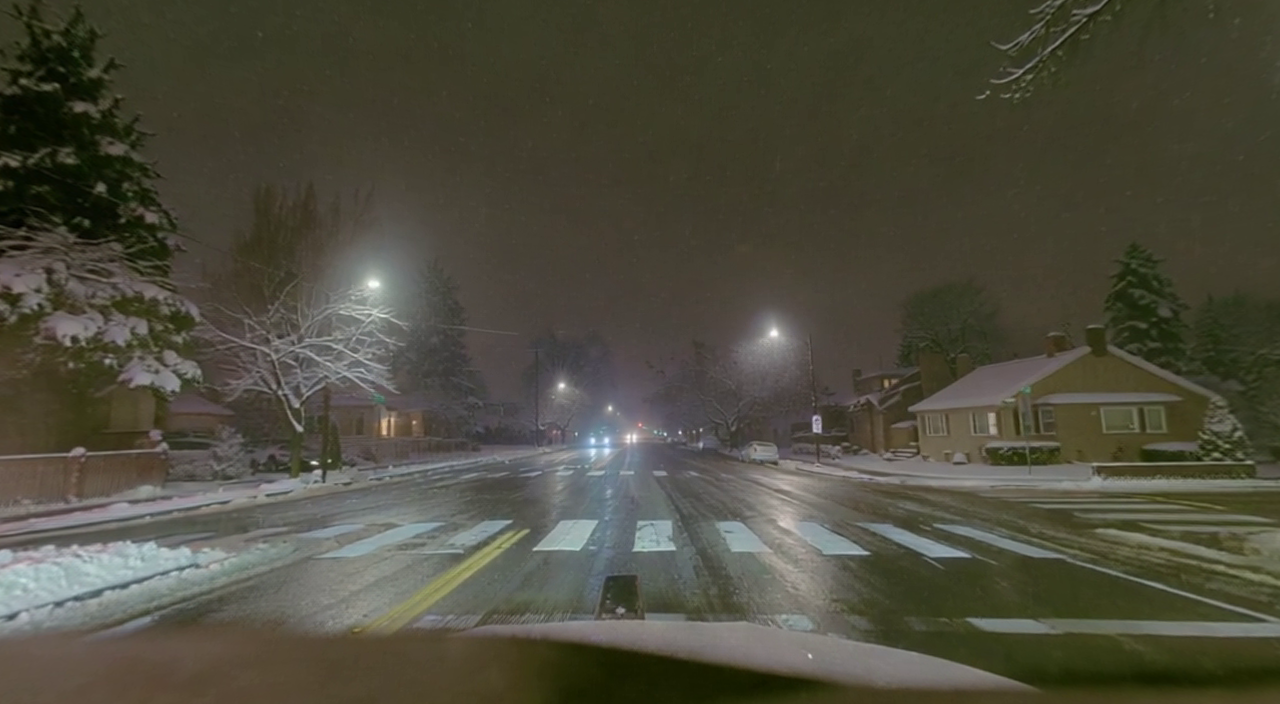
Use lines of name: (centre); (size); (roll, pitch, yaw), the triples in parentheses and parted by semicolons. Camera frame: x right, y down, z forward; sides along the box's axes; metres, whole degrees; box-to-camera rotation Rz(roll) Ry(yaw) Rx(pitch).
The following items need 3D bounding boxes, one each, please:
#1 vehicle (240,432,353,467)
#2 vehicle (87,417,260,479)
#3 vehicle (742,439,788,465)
vehicle: (-17.950, 5.116, 33.156); (4.743, 1.734, 1.994); (0, -9, 0)
vehicle: (-17.929, 3.720, 24.510); (4.800, 2.259, 2.303); (0, -9, -1)
vehicle: (8.004, 6.433, 40.886); (2.029, 1.554, 4.705); (0, -9, 1)
